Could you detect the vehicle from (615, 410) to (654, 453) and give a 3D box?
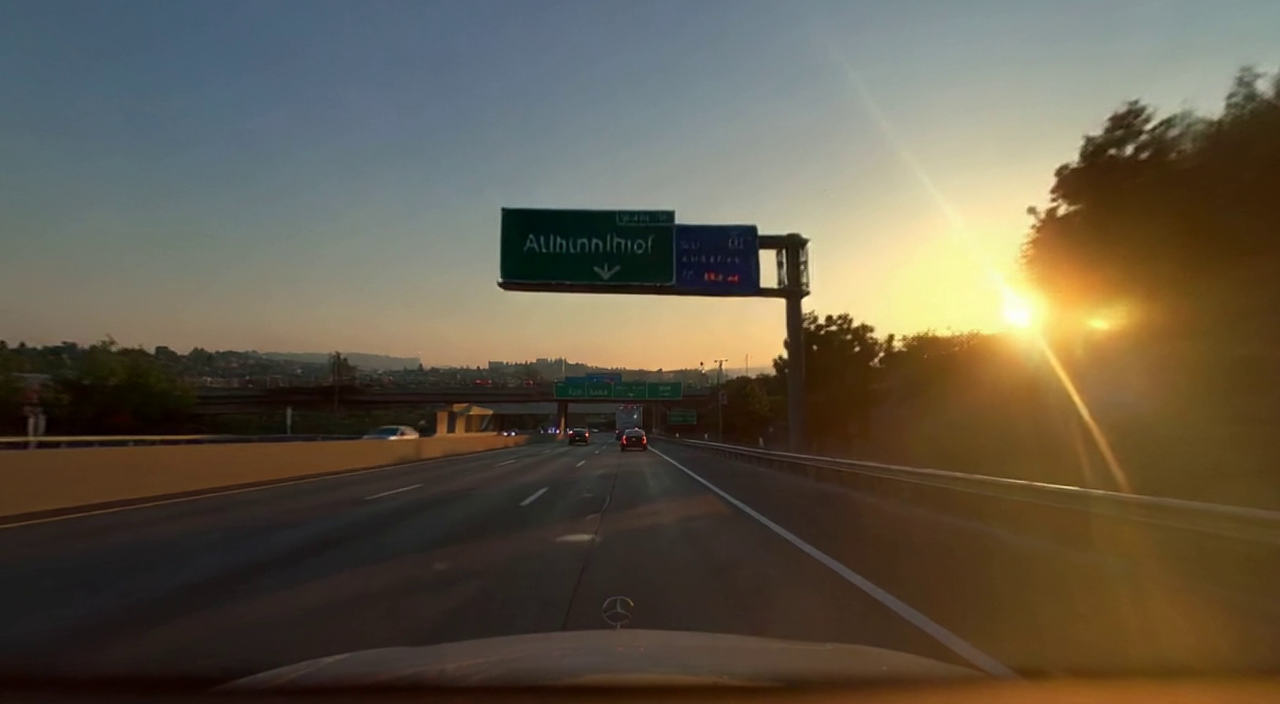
[{"bbox_3d":[-0.475,5.549,43.636,2.418,2.704,6.445,0,-8,-2],"label":"vehicle"}]

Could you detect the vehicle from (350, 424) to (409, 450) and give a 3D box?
[{"bbox_3d":[-15.684,5.144,38.055,1.900,1.447,3.883,0,-8,-1],"label":"vehicle"}]
